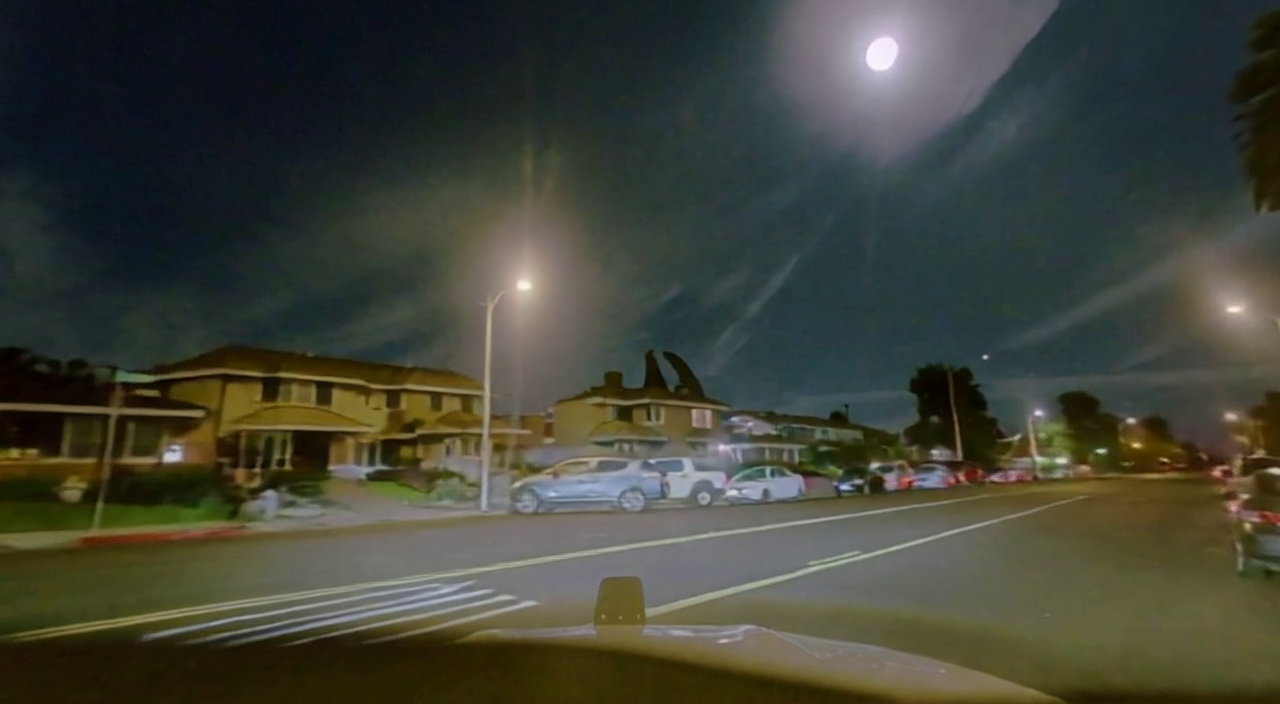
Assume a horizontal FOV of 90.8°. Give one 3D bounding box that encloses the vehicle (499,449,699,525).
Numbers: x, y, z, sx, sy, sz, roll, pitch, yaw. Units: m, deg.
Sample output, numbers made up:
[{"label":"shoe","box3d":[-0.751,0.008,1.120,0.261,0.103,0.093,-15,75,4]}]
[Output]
[{"label":"vehicle","box3d":[-1.094,3.466,16.746,4.866,1.752,1.998,-4,-10,24]}]
